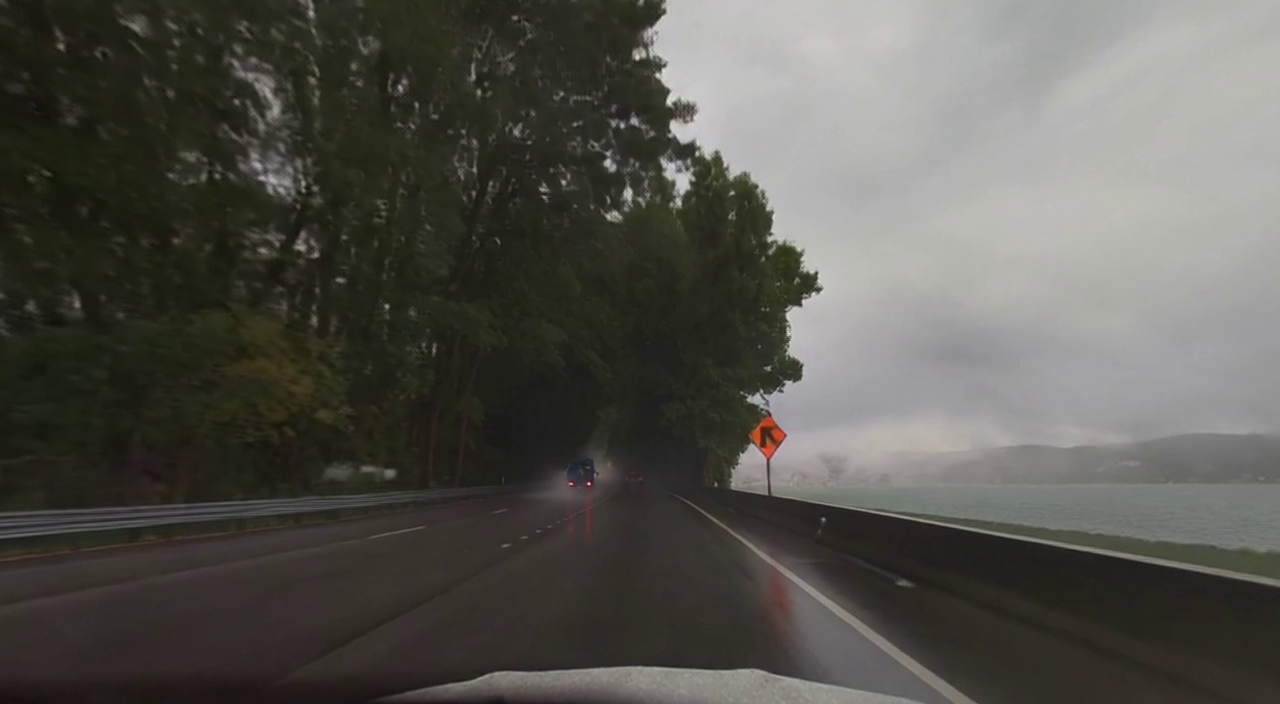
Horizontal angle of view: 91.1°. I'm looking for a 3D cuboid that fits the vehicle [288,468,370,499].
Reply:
[{"bbox_3d":[-16.253,6.867,33.080,1.889,1.459,4.492,0,-11,2],"label":"vehicle"}]
